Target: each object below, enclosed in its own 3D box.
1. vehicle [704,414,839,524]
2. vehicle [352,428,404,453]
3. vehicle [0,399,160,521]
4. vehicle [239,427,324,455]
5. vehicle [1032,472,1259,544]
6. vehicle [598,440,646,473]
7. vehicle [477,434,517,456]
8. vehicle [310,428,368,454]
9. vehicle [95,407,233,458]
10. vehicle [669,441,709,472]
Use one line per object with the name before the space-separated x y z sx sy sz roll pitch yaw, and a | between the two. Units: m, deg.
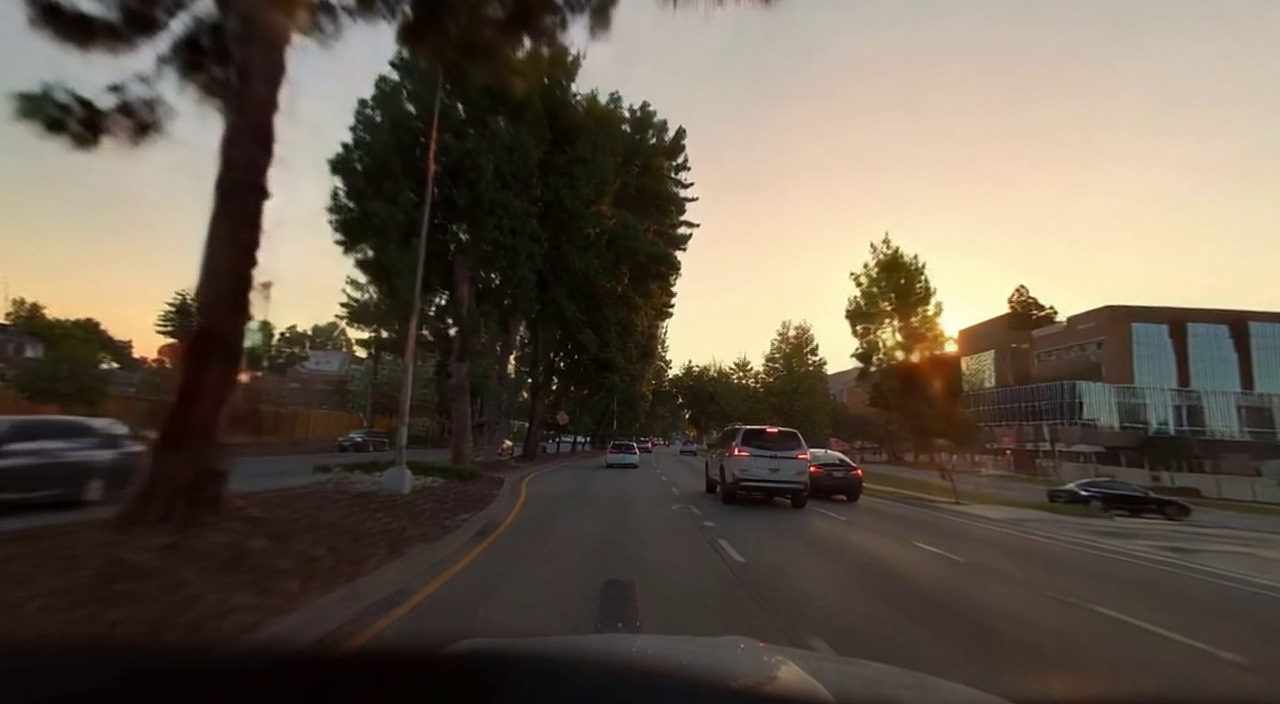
vehicle | 2.820 2.607 14.527 2.035 1.940 4.299 5 -9 0
vehicle | -19.473 6.632 47.200 1.958 1.756 4.530 0 -9 0
vehicle | -8.672 1.357 7.952 1.861 1.456 4.303 0 -9 0
vehicle | -19.316 4.863 34.288 1.913 1.417 4.592 0 -9 0
vehicle | 14.296 4.422 18.208 4.545 1.770 2.057 -2 -9 10
vehicle | -0.789 4.910 29.848 2.119 1.460 3.847 0 -9 0
vehicle | -11.189 7.307 49.687 2.105 1.645 4.590 0 -9 0
vehicle | -19.486 5.808 41.115 1.780 1.546 4.060 0 -9 -1
vehicle | -19.308 3.360 25.994 2.056 1.899 4.803 0 -9 -2
vehicle | 2.834 6.140 37.421 1.922 1.708 4.126 0 -9 -2
